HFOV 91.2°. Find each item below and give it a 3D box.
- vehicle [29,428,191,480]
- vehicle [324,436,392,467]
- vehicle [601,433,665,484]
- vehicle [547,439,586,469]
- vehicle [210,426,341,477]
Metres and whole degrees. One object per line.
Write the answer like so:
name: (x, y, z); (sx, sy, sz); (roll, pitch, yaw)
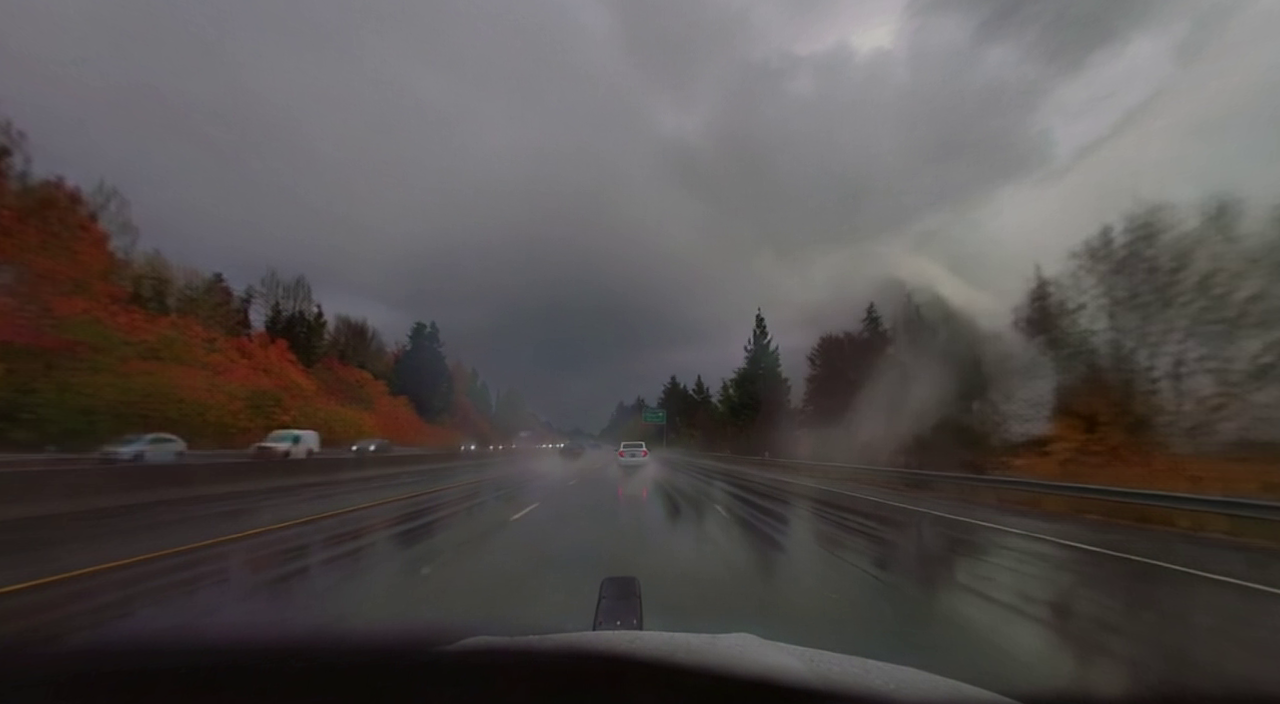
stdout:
vehicle: (-18.300, 3.556, 21.975); (1.873, 1.586, 4.367); (-1, -9, 0)
vehicle: (-14.543, 5.168, 32.568); (1.800, 1.517, 4.110); (0, -9, -3)
vehicle: (-0.243, 3.844, 22.785); (2.115, 1.661, 4.049); (0, -9, 0)
vehicle: (-4.560, 6.414, 39.519); (1.974, 1.688, 4.727); (-1, -9, 0)
vehicle: (-13.067, 3.621, 22.890); (1.995, 1.636, 4.605); (-1, -9, 0)
